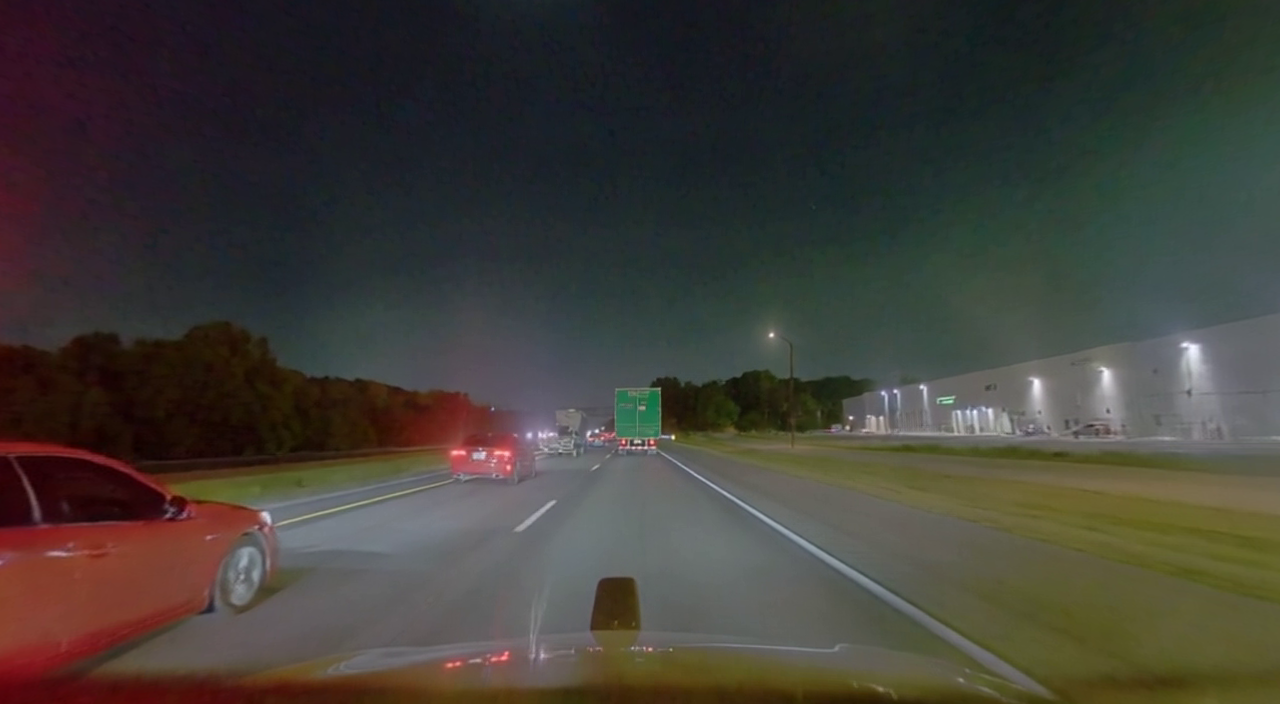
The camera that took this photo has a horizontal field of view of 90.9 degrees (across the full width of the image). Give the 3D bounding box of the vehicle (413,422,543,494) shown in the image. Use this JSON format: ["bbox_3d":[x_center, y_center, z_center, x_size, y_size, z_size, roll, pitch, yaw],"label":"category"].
[{"bbox_3d":[-4.048,2.734,16.757,2.005,1.602,5.131,0,-8,1],"label":"vehicle"}]

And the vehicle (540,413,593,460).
[{"bbox_3d":[-4.507,5.356,39.942,2.717,2.714,6.997,0,-8,-1],"label":"vehicle"}]

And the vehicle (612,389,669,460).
[{"bbox_3d":[-0.063,4.810,41.103,3.259,4.066,9.891,0,-8,-1],"label":"vehicle"}]
